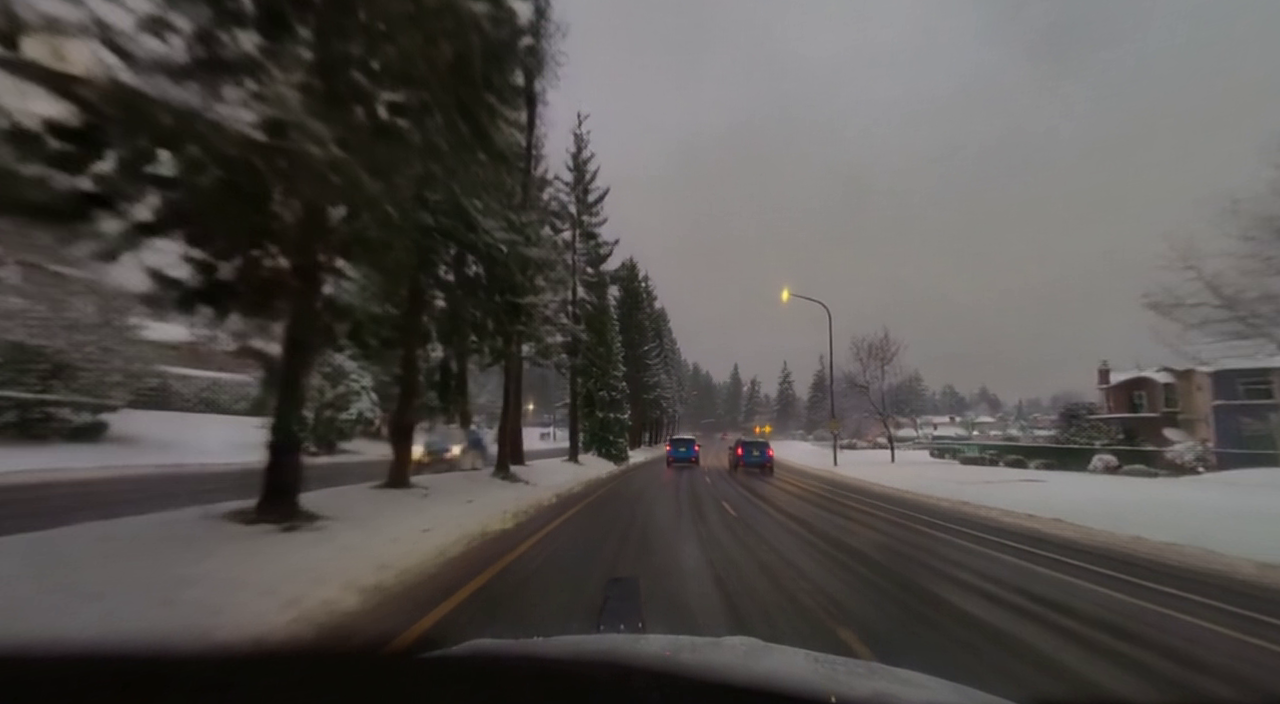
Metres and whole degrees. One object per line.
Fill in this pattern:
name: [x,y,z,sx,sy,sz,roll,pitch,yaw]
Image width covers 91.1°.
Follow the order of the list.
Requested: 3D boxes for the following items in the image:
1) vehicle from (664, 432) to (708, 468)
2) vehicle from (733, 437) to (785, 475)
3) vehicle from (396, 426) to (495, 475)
vehicle: [2.555,5.337,34.457,2.251,1.822,4.391,-1,-8,6]
vehicle: [5.655,4.987,30.361,1.971,1.663,4.287,0,-8,4]
vehicle: [-7.308,3.764,24.142,1.981,1.652,4.609,-1,-8,5]
